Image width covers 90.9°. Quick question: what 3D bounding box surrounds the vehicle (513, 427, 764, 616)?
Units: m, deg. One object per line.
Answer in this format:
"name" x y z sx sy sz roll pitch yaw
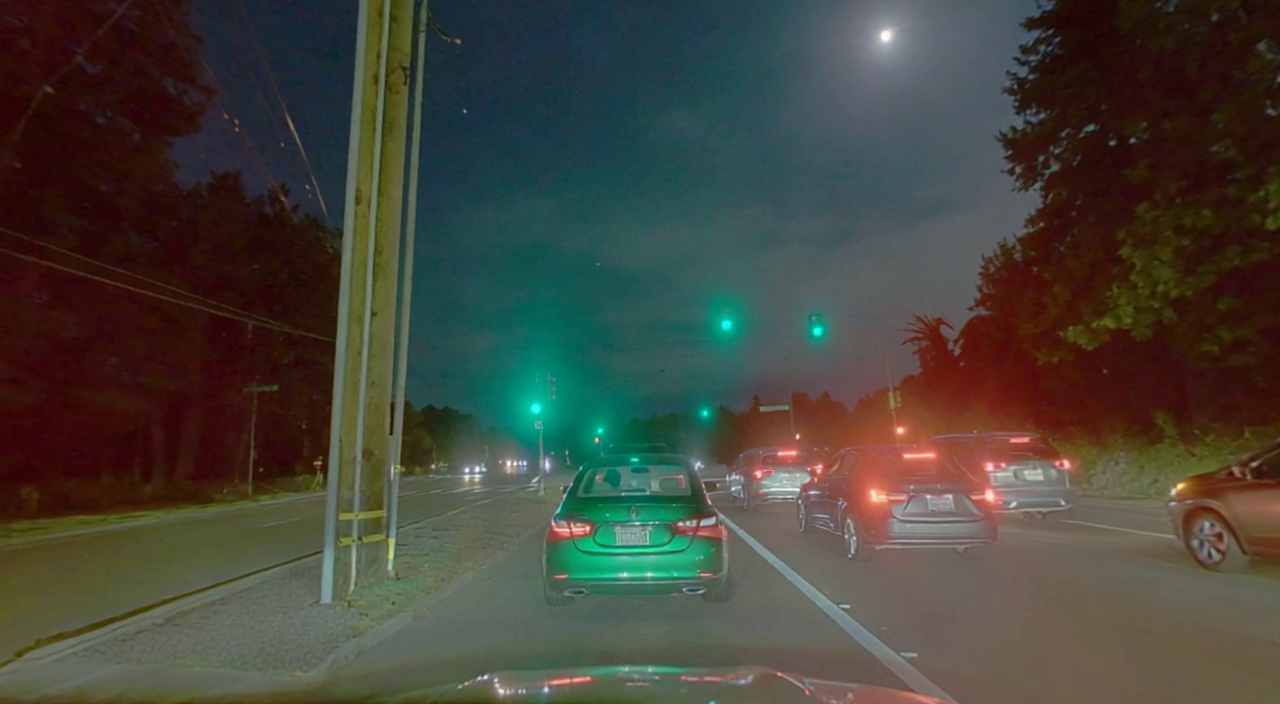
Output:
"vehicle" 0.012 1.676 7.093 2.015 1.502 3.898 0 -9 1

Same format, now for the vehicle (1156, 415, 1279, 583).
"vehicle" 6.942 1.333 5.584 1.783 1.572 3.421 0 -9 1

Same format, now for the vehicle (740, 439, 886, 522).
"vehicle" 3.529 2.715 13.821 1.934 1.494 4.446 0 -9 0

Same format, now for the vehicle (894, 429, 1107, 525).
"vehicle" 7.026 2.468 12.908 1.923 1.611 4.094 0 -9 0
